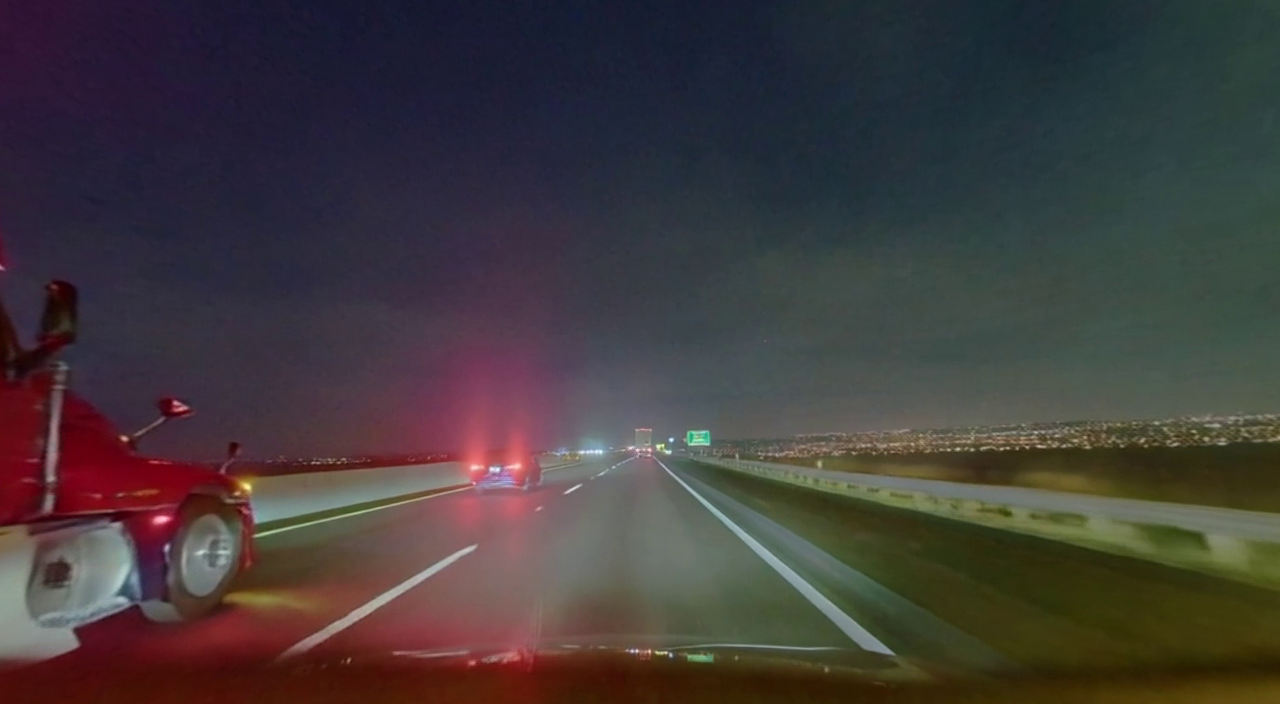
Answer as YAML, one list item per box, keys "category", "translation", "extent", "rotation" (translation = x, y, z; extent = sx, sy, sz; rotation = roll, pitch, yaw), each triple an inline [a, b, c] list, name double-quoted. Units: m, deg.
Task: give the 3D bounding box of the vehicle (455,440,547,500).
- category: "vehicle"
  translation: [-4.000, 3.439, 18.766]
  extent: [1.880, 1.569, 3.714]
  rotation: [0, -9, 0]
